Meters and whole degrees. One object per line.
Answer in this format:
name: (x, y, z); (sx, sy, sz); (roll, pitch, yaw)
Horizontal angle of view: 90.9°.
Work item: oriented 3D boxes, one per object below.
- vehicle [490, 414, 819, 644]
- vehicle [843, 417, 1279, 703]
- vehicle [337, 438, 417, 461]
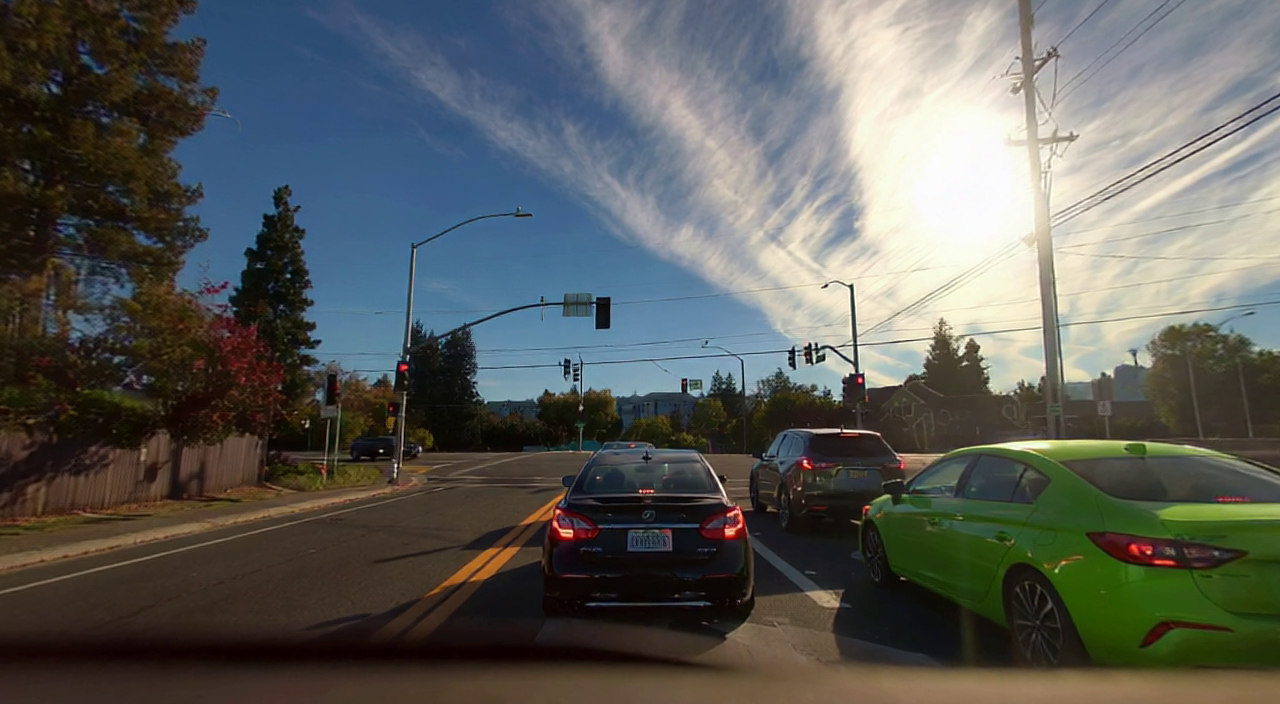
vehicle: (0.058, 1.493, 6.422); (2.170, 1.497, 4.369); (0, -8, -1)
vehicle: (3.079, 1.241, 4.128); (2.027, 1.432, 4.431); (0, -8, 0)
vehicle: (-17.253, 6.414, 41.450); (4.406, 1.458, 1.892); (-1, -8, 7)
